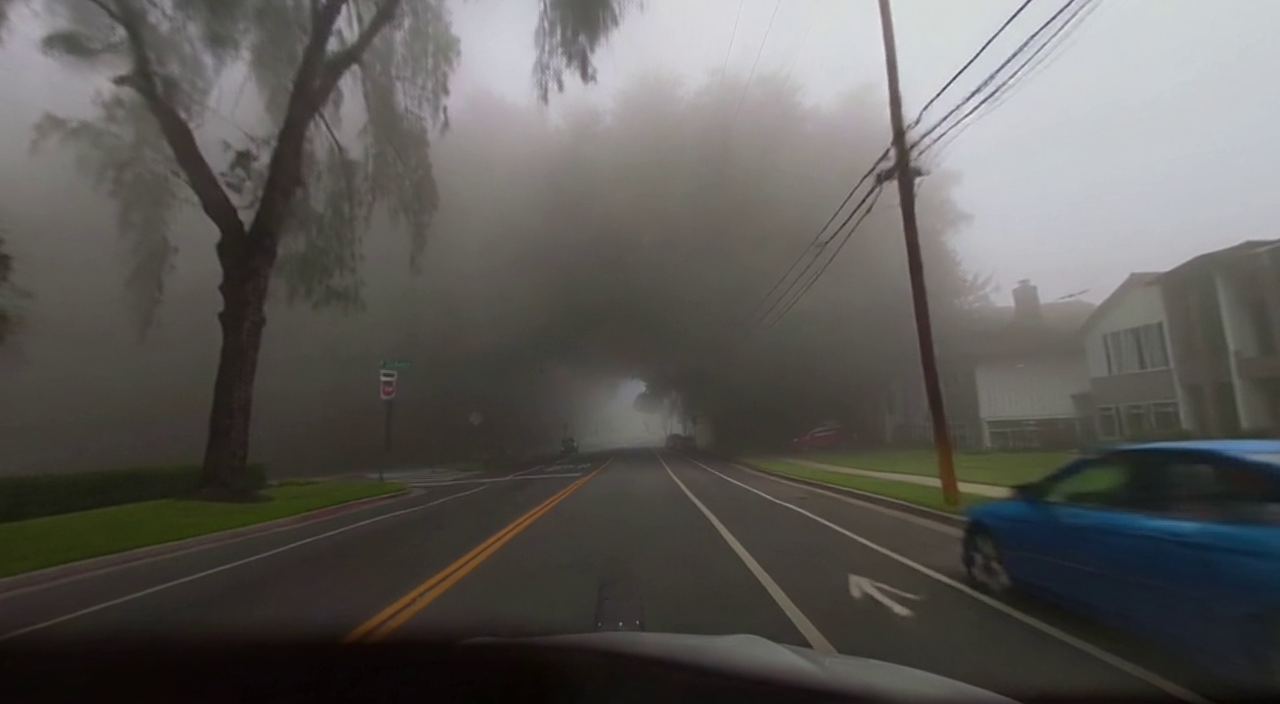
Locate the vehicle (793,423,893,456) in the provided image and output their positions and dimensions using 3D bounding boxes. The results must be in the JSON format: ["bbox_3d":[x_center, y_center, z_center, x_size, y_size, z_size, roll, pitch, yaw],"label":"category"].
[{"bbox_3d":[10.878,4.817,34.271,1.904,1.626,5.012,6,-11,-31],"label":"vehicle"}]

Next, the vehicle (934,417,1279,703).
[{"bbox_3d":[3.750,1.154,3.616,1.961,1.472,4.434,0,-8,0],"label":"vehicle"}]
